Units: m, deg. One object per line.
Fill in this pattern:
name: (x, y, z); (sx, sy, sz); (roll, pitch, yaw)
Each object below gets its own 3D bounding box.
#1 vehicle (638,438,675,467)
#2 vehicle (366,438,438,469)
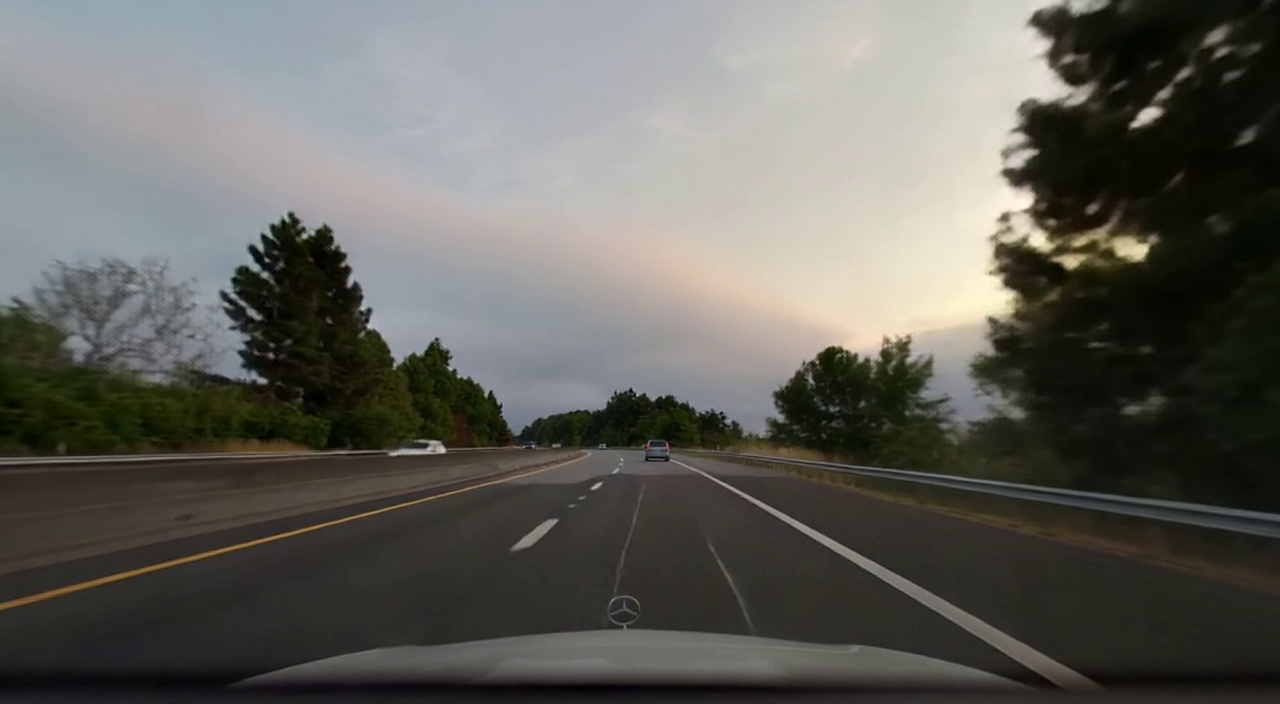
vehicle: (0.987, 6.263, 39.394); (2.079, 1.729, 4.380); (0, -9, -2)
vehicle: (-12.325, 5.281, 32.940); (1.959, 1.502, 4.560); (0, -9, 1)
